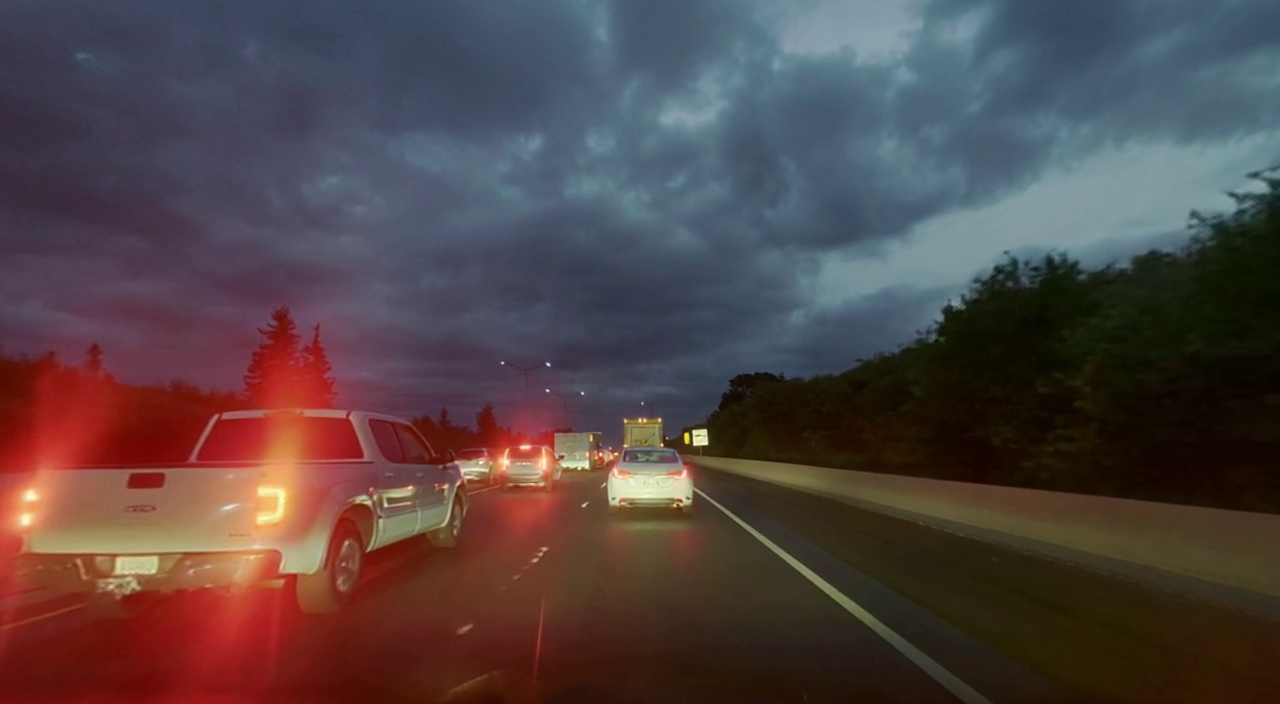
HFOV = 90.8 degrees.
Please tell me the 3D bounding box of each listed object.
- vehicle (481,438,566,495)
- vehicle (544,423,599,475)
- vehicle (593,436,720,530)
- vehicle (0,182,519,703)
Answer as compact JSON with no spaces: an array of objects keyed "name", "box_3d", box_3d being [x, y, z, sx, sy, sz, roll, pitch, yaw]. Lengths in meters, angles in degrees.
[{"name":"vehicle","box_3d":[-3.643,3.658,20.473,1.963,1.627,3.849,0,-9,0]},{"name":"vehicle","box_3d":[-3.673,5.393,35.140,2.290,2.613,5.975,0,-9,1]},{"name":"vehicle","box_3d":[0.247,2.411,12.090,2.063,1.507,3.488,0,-9,-1]},{"name":"vehicle","box_3d":[-3.053,0.983,6.438,2.289,2.757,6.726,0,-9,0]}]
